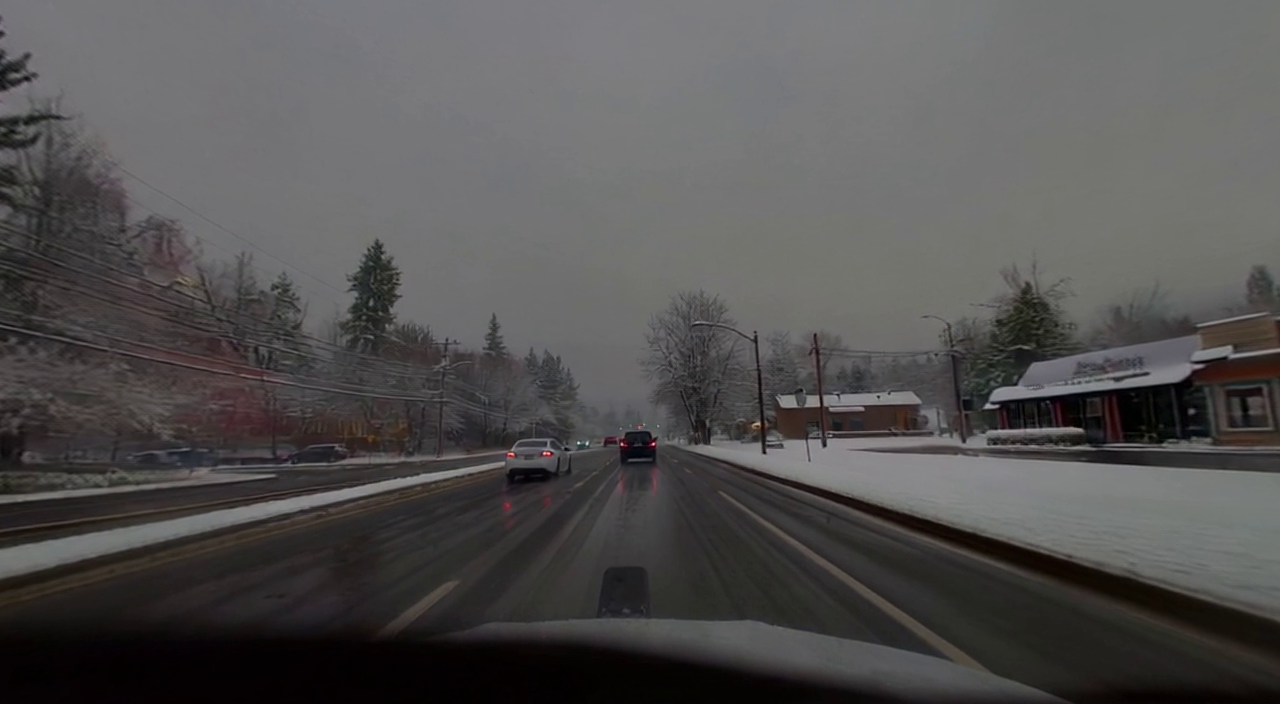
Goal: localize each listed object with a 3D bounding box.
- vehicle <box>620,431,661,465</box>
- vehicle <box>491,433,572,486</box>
[{"bbox_3d":[0.021,5.411,35.690,2.213,1.778,4.107,0,-8,0],"label":"vehicle"},{"bbox_3d":[-3.626,3.669,21.839,1.914,1.630,4.351,0,-8,1],"label":"vehicle"}]
